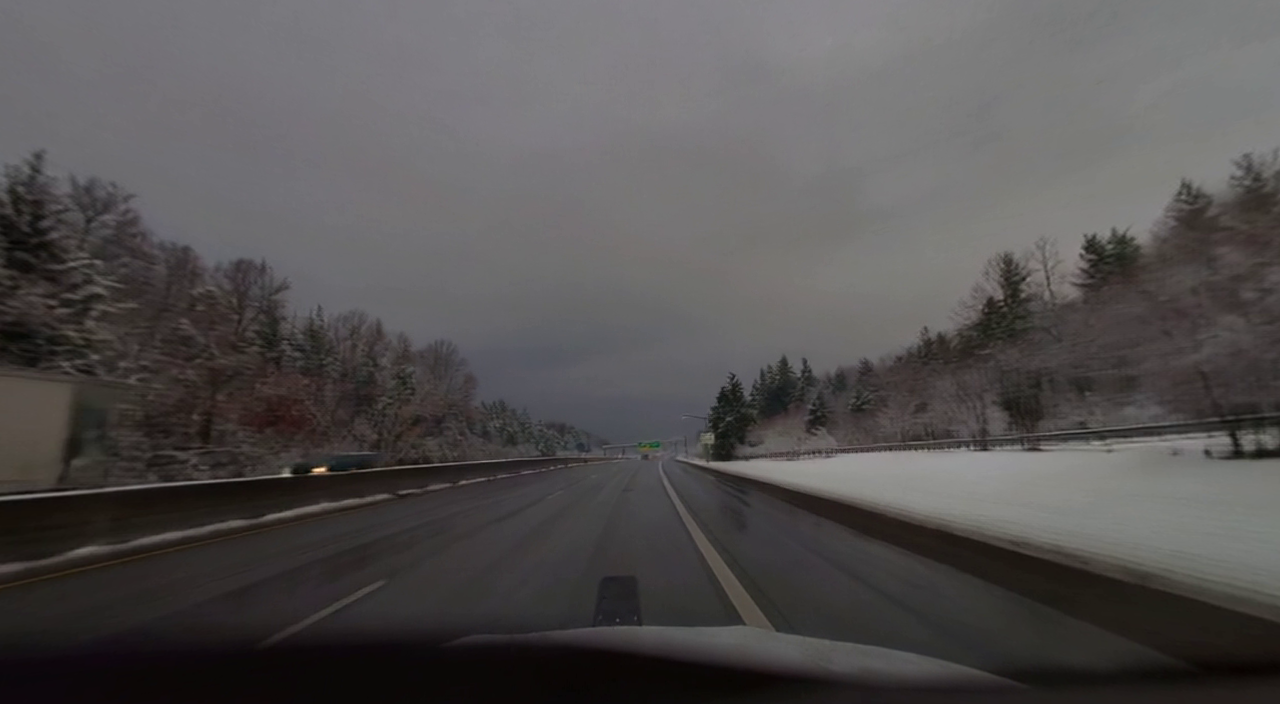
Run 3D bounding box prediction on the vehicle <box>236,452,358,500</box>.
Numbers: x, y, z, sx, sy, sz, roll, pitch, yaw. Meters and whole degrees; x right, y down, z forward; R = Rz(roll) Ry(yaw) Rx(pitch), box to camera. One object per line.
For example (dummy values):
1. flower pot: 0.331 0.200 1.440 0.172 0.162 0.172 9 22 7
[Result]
1. vehicle: -12.842 4.646 23.887 1.976 1.564 4.707 -1 -9 1
